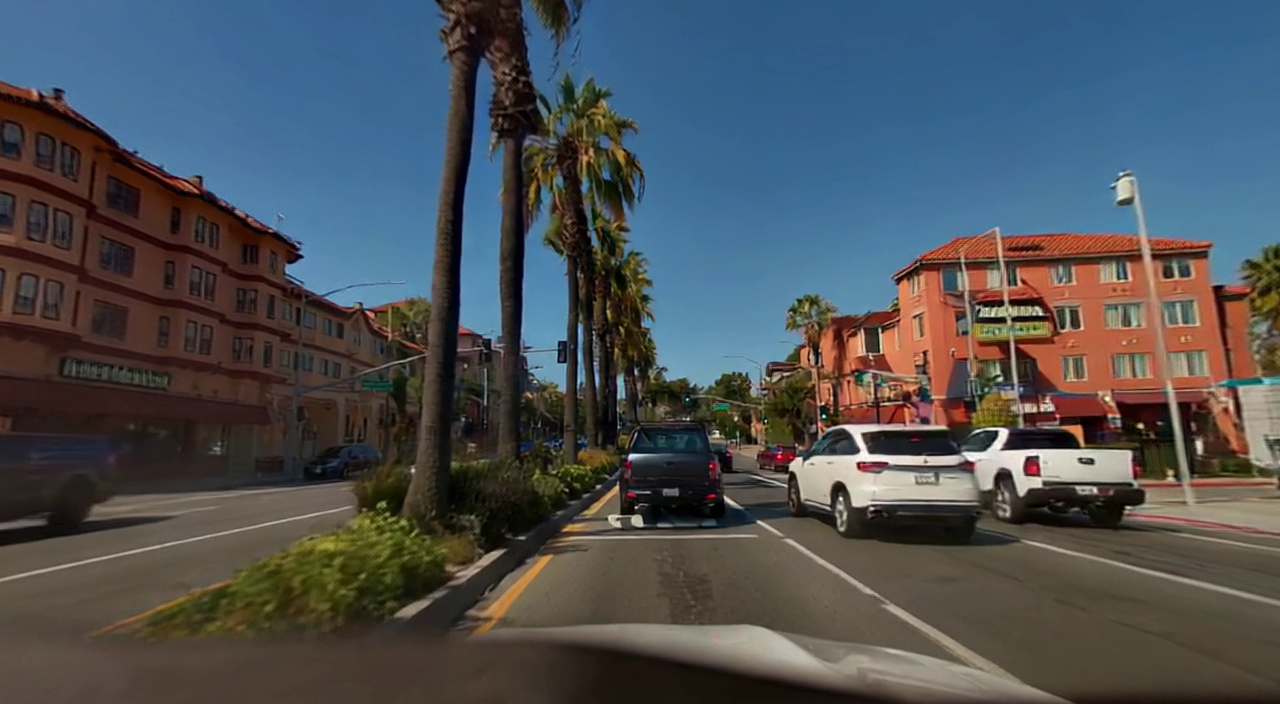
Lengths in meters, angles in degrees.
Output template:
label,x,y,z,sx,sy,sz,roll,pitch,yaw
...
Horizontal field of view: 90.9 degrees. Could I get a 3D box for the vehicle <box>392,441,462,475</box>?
label,x,y,z,sx,sy,sz,roll,pitch,yaw
vehicle,-11.473,5.720,34.251,2.134,1.699,4.342,-1,-9,2

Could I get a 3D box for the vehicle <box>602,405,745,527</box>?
label,x,y,z,sx,sy,sz,roll,pitch,yaw
vehicle,0.631,2.410,13.848,2.487,2.115,5.444,0,-9,1

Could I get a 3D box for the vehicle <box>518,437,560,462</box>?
label,x,y,z,sx,sy,sz,roll,pitch,yaw
vehicle,-7.387,7.171,46.537,2.050,1.725,4.677,-1,-9,3

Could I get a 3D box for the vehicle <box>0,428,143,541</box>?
label,x,y,z,sx,sy,sz,roll,pitch,yaw
vehicle,-11.626,2.236,10.727,2.272,1.837,4.892,0,-9,1

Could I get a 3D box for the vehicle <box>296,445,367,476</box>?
label,x,y,z,sx,sy,sz,roll,pitch,yaw
vehicle,-18.467,6.490,37.984,1.972,1.694,4.466,0,-9,1

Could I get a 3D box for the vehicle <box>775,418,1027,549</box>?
label,x,y,z,sx,sy,sz,roll,pitch,yaw
vehicle,4.050,2.149,11.024,2.283,1.738,4.916,0,-9,0
